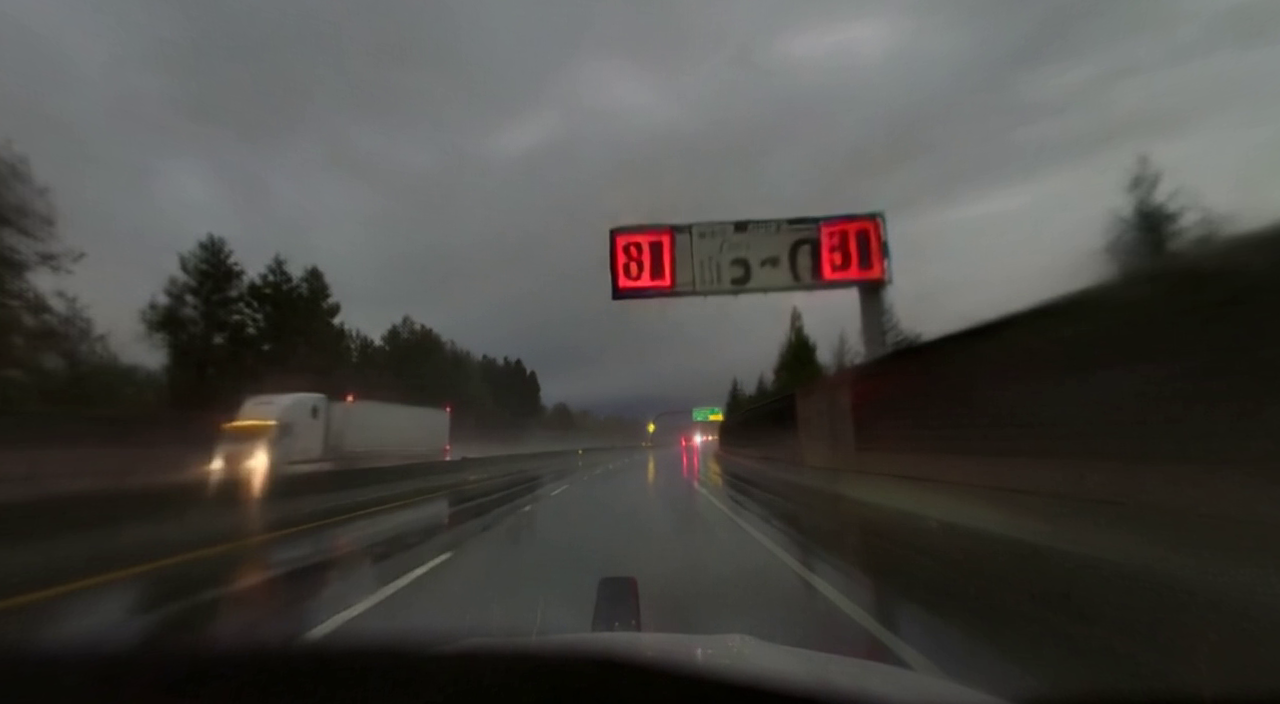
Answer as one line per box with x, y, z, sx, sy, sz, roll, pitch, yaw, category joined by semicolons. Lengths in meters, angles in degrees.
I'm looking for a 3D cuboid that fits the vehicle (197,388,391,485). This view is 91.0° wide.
-15.964;4.136;30.591;2.928;3.840;10.839;-1;-8;2;vehicle
